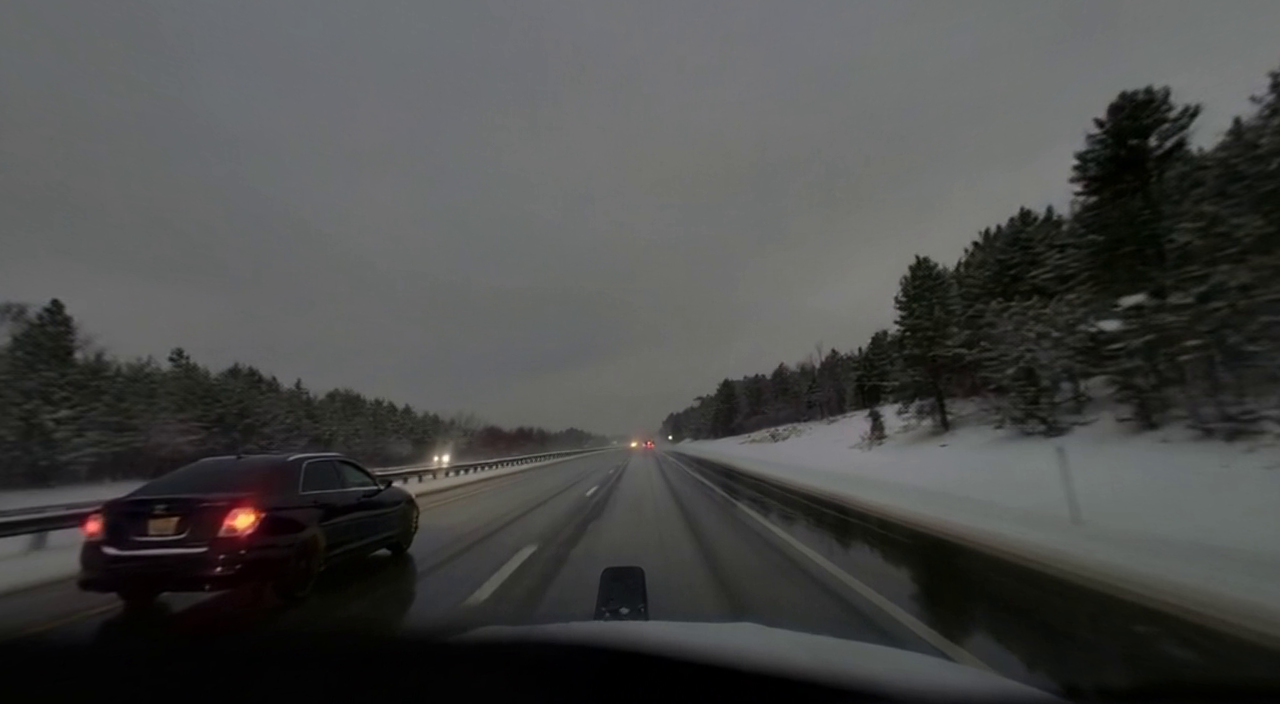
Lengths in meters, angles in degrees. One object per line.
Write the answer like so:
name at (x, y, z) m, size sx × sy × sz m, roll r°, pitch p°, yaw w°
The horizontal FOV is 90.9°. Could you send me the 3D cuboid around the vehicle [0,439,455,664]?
vehicle at (-3.566, 1.552, 6.159) m, size 2.096 × 1.343 × 4.503 m, roll -1°, pitch -8°, yaw 1°
